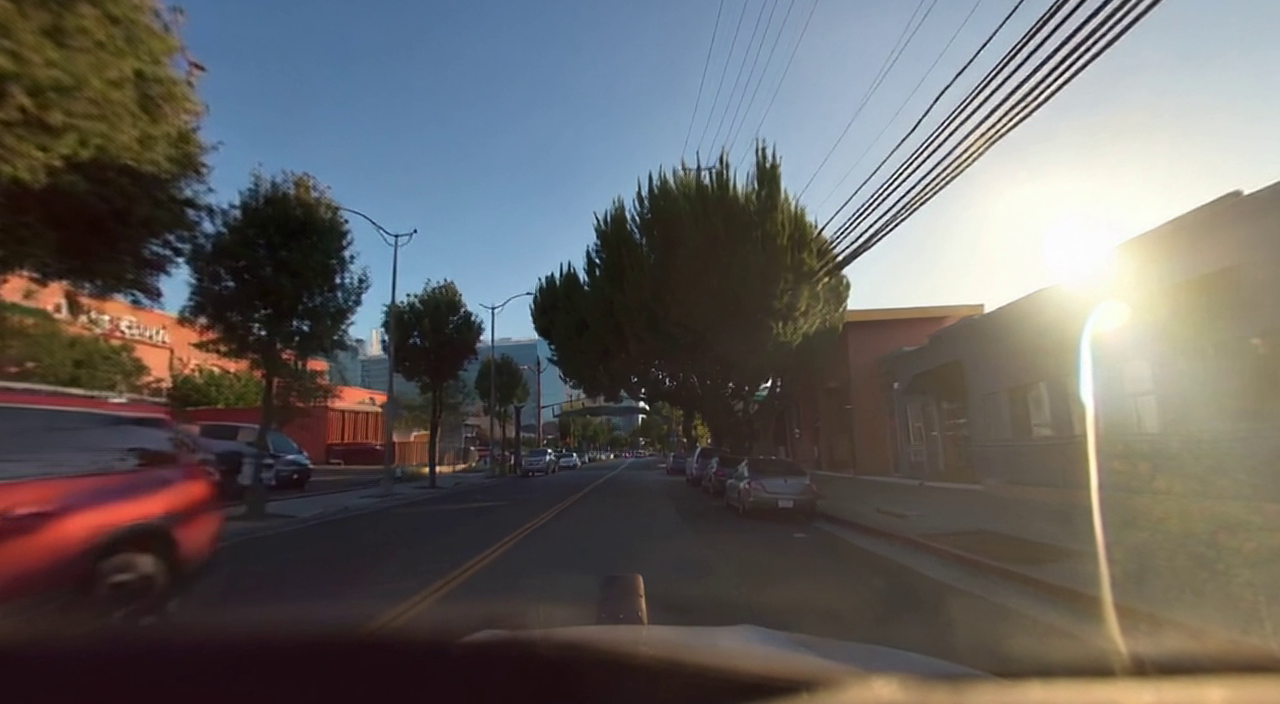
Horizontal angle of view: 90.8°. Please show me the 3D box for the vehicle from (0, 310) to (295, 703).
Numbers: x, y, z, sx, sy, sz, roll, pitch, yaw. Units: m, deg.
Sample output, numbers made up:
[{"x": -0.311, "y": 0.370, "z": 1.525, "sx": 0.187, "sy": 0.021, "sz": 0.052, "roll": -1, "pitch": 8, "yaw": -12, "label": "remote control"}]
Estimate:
[{"x": -4.018, "y": 0.788, "z": 2.544, "sx": 2.495, "sy": 1.966, "sz": 4.846, "roll": 0, "pitch": -8, "yaw": 0, "label": "vehicle"}]

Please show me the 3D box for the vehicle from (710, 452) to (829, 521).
[{"x": 2.923, "y": 3.112, "z": 15.177, "sx": 1.877, "sy": 1.373, "sz": 3.854, "roll": 0, "pitch": -8, "yaw": -3, "label": "vehicle"}]
